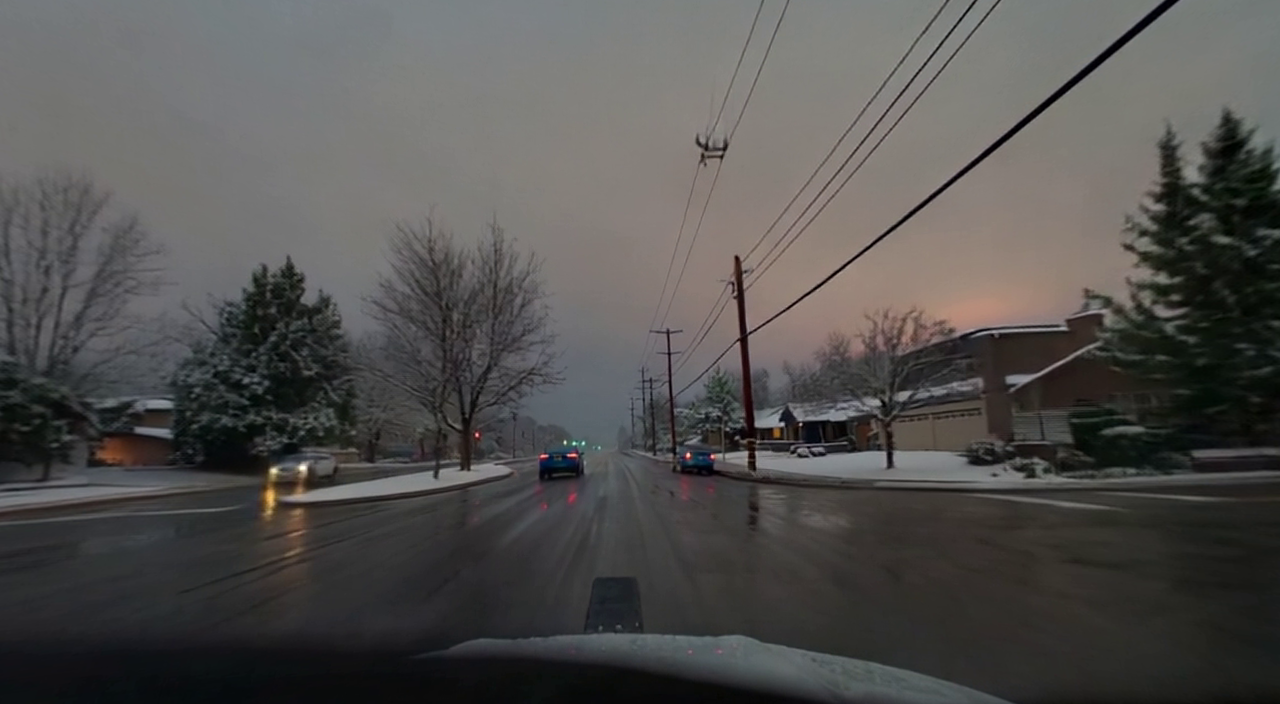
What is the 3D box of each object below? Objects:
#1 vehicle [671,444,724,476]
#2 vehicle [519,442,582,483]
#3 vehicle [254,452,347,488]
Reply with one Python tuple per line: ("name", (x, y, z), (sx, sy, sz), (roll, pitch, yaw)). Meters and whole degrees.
("vehicle", (2.786, 5.314, 31.486), (2.074, 1.450, 4.621), (0, -8, -2))
("vehicle", (-3.453, 4.364, 25.256), (2.041, 1.471, 4.602), (0, -8, -2))
("vehicle", (-15.695, 5.449, 29.531), (2.143, 1.524, 4.408), (0, -8, -4))
